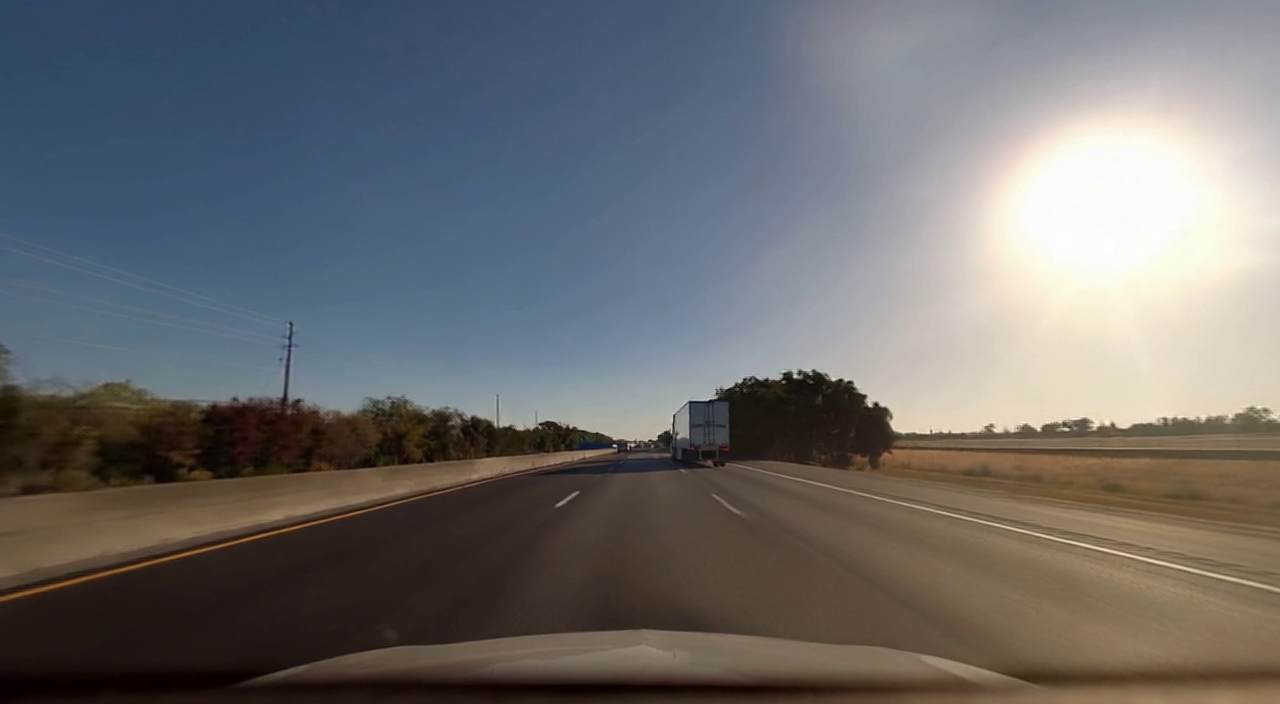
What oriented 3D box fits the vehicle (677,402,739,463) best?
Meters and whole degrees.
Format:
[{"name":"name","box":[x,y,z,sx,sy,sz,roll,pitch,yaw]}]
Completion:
[{"name":"vehicle","box":[4.868,6.325,48.393,3.485,3.975,14.489,0,-8,1]}]
